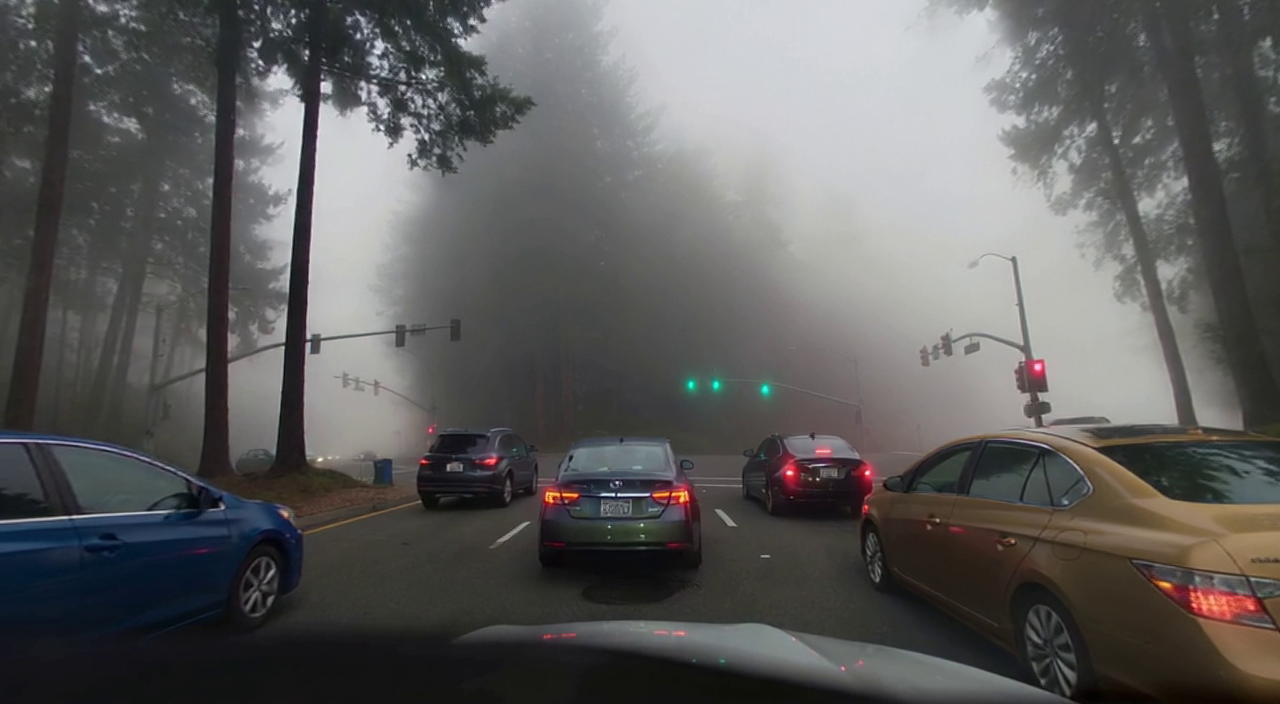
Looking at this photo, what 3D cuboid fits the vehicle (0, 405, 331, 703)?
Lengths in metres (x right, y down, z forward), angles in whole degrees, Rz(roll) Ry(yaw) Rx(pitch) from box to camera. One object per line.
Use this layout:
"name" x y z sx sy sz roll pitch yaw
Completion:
"vehicle" -3.658 1.064 3.245 1.935 1.482 4.433 0 -8 -1

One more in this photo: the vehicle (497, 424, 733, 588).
"vehicle" -0.251 1.692 7.727 2.147 1.479 3.803 0 -8 -1

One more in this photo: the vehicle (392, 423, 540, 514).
"vehicle" -3.670 2.545 14.210 1.961 1.714 4.268 -1 -8 2

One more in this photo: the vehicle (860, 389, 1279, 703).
"vehicle" 3.136 1.151 4.054 1.903 1.480 4.270 0 -8 0

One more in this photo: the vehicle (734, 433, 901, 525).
"vehicle" 3.181 2.337 12.326 1.975 1.460 4.357 0 -8 0
